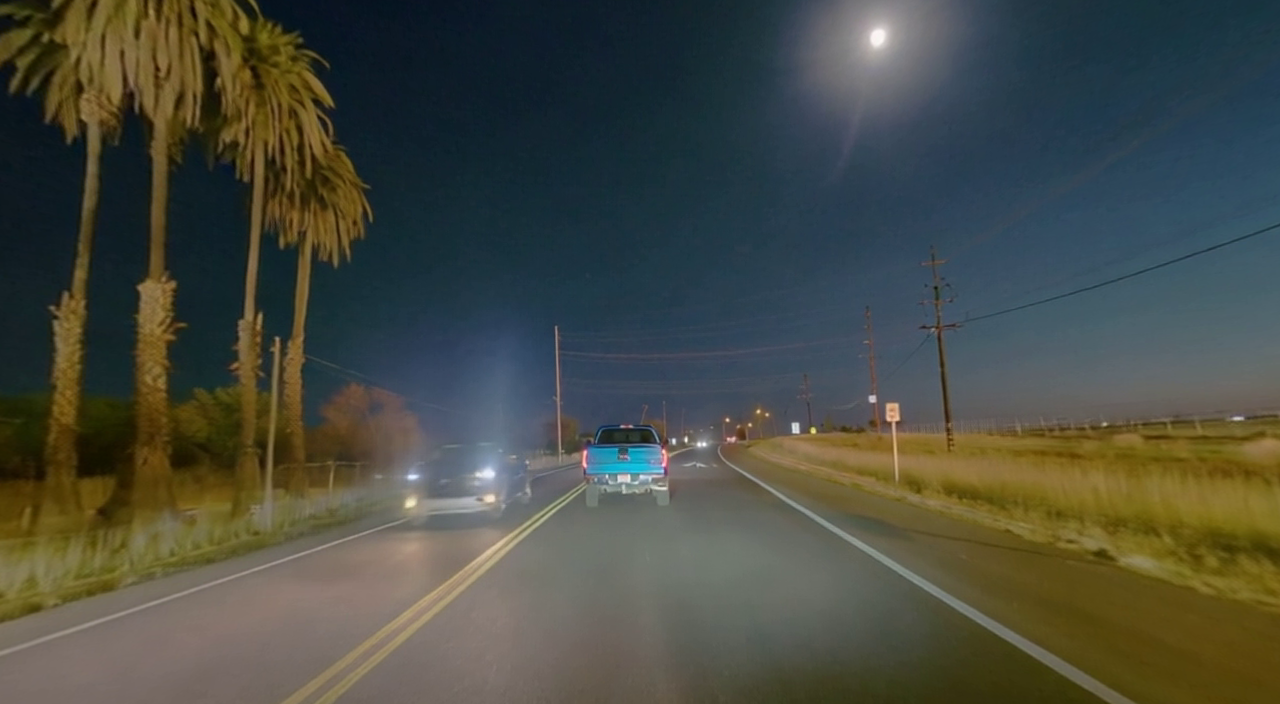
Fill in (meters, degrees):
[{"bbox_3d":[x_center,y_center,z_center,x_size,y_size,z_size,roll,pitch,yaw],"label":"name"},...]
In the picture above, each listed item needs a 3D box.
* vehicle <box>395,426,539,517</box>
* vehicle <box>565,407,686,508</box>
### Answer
[{"bbox_3d":[-4.183,2.987,16.330,2.276,1.965,5.009,0,-9,0],"label":"vehicle"},{"bbox_3d":[-0.358,2.792,17.099,2.693,2.223,5.885,0,-9,-1],"label":"vehicle"}]
